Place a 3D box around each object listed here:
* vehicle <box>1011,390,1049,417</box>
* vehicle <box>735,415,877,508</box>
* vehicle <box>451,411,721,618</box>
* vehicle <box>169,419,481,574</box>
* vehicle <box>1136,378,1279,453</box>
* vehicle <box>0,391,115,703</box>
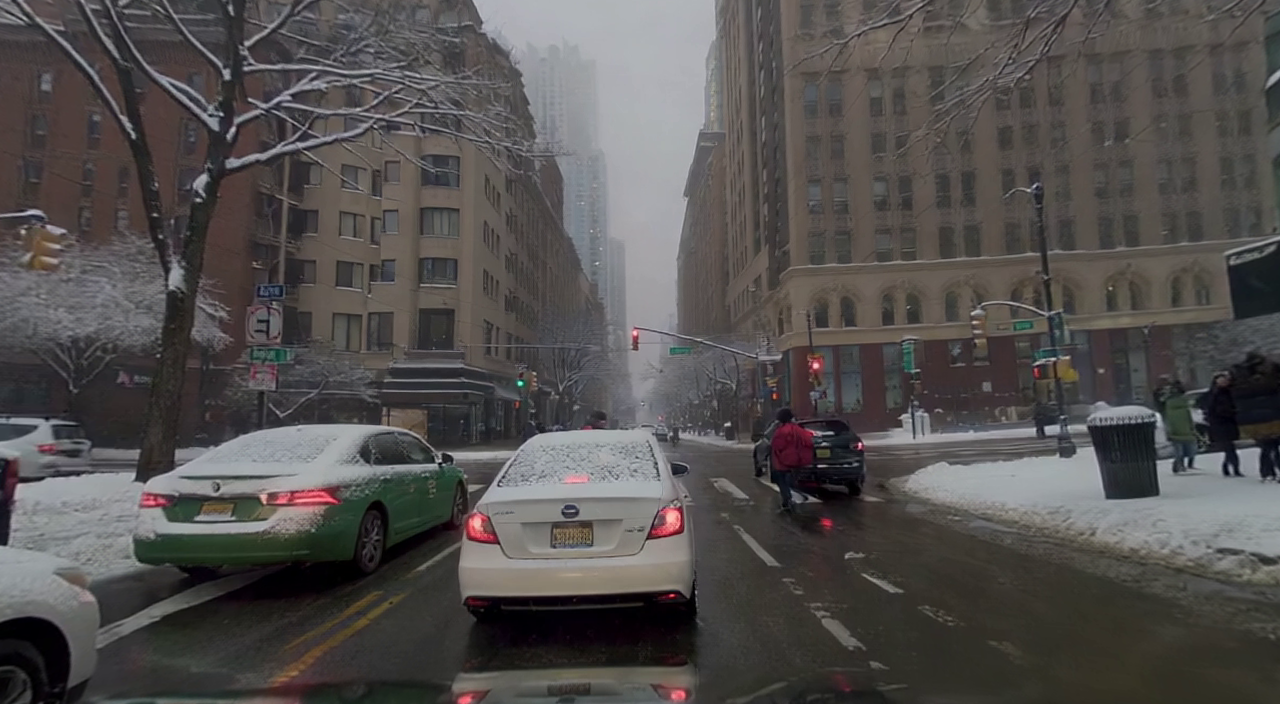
[{"bbox_3d":[30.040,4.009,48.577,1.979,1.769,4.657,-6,-10,35],"label":"vehicle"},{"bbox_3d":[3.338,2.320,13.688,1.958,1.667,4.392,0,-8,2],"label":"vehicle"},{"bbox_3d":[-0.416,1.501,6.724,1.999,1.520,3.896,0,-8,0],"label":"vehicle"},{"bbox_3d":[-3.685,1.758,8.486,1.934,1.522,4.287,0,-8,0],"label":"vehicle"},{"bbox_3d":[21.641,2.359,22.874,5.863,2.493,2.354,2,-9,-12],"label":"vehicle"},{"bbox_3d":[-3.906,0.702,1.189,1.995,1.524,4.438,0,-8,0],"label":"vehicle"}]
